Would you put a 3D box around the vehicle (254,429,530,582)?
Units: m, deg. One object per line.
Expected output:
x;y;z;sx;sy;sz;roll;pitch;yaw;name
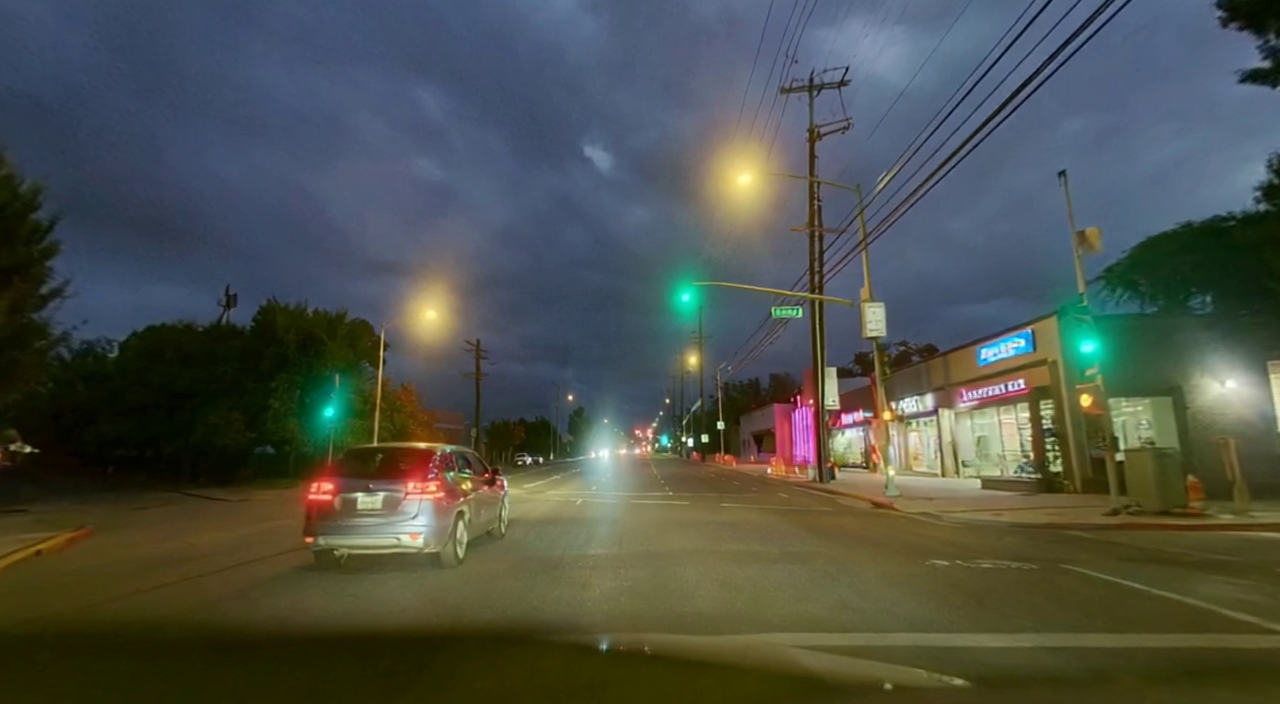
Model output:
-3.020;1.959;8.979;2.036;1.589;4.549;0;-8;0;vehicle
